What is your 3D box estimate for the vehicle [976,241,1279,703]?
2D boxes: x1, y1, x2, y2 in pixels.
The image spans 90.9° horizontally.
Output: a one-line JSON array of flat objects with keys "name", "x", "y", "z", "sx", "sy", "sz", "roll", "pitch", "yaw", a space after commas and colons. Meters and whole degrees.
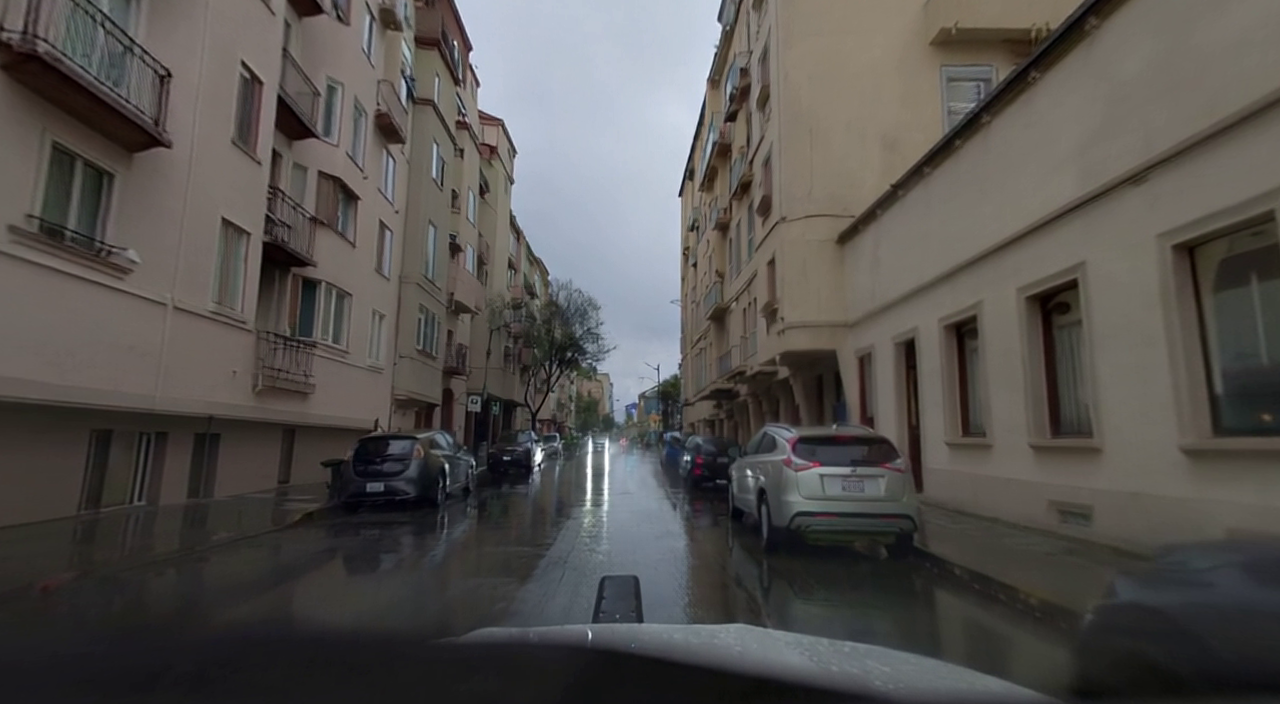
[{"name": "vehicle", "x": 2.272, "y": 0.510, "z": 0.338, "sx": 1.897, "sy": 1.717, "sz": 4.028, "roll": 0, "pitch": -8, "yaw": -1}]

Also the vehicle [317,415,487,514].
[{"name": "vehicle", "x": -4.556, "y": 2.256, "z": 12.884, "sx": 1.883, "sy": 1.499, "sz": 4.426, "roll": 6, "pitch": -10, "yaw": -3}]

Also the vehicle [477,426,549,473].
[{"name": "vehicle", "x": -4.860, "y": 3.817, "z": 24.614, "sx": 1.942, "sy": 1.521, "sz": 3.761, "roll": 5, "pitch": -9, "yaw": 0}]

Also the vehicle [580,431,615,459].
[{"name": "vehicle", "x": -2.486, "y": 5.480, "z": 37.254, "sx": 1.845, "sy": 1.544, "sz": 3.388, "roll": 0, "pitch": -8, "yaw": 0}]

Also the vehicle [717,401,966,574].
[{"name": "vehicle", "x": 2.214, "y": 1.592, "z": 8.185, "sx": 1.839, "sy": 1.678, "sz": 3.918, "roll": 0, "pitch": -8, "yaw": -1}]

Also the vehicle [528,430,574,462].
[{"name": "vehicle", "x": -4.798, "y": 5.136, "z": 34.460, "sx": 1.872, "sy": 1.484, "sz": 3.978, "roll": 5, "pitch": -9, "yaw": 1}]
